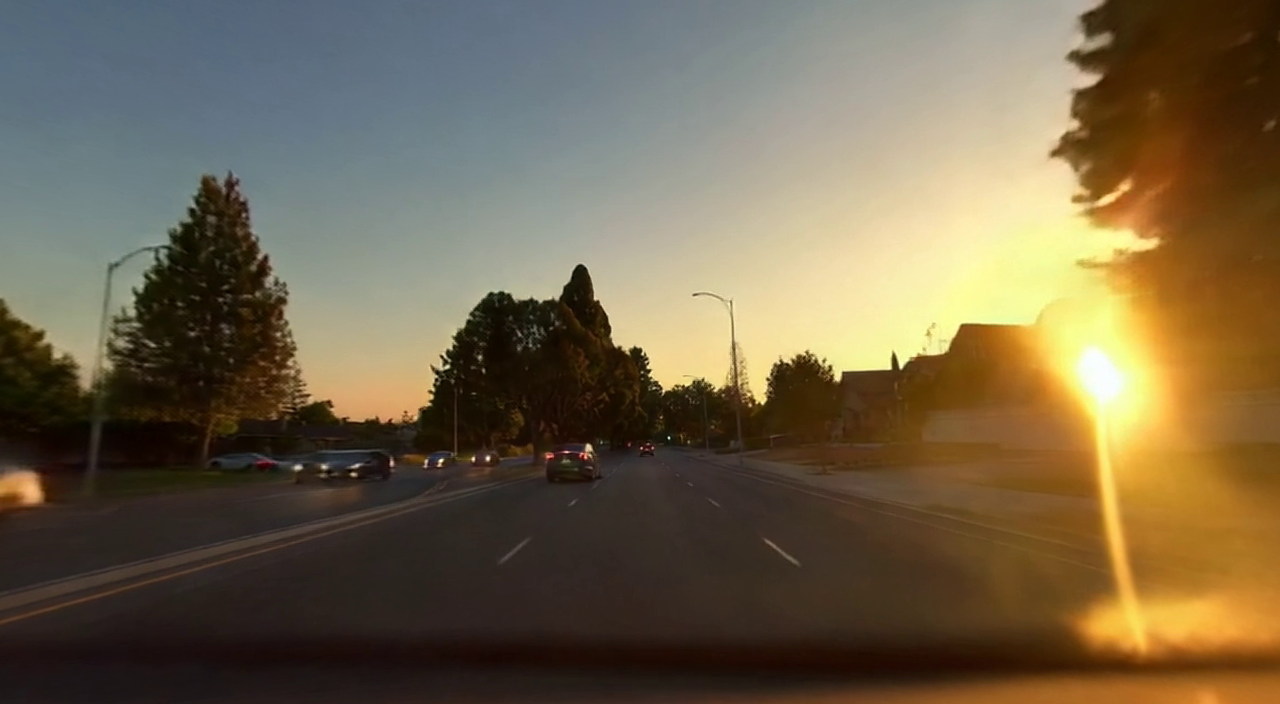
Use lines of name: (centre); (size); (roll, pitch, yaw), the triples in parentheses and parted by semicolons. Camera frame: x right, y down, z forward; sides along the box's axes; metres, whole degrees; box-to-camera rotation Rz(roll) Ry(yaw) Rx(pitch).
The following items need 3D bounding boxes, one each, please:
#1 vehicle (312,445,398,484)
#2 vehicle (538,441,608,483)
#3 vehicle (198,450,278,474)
vehicle: (-13.905, 5.497, 31.046); (2.059, 1.734, 4.559); (0, -9, 1)
vehicle: (-2.519, 4.312, 24.932); (2.106, 1.517, 4.375); (-1, -9, 3)
vehicle: (-28.556, 7.796, 44.839); (4.298, 1.620, 2.002); (0, -9, -5)
